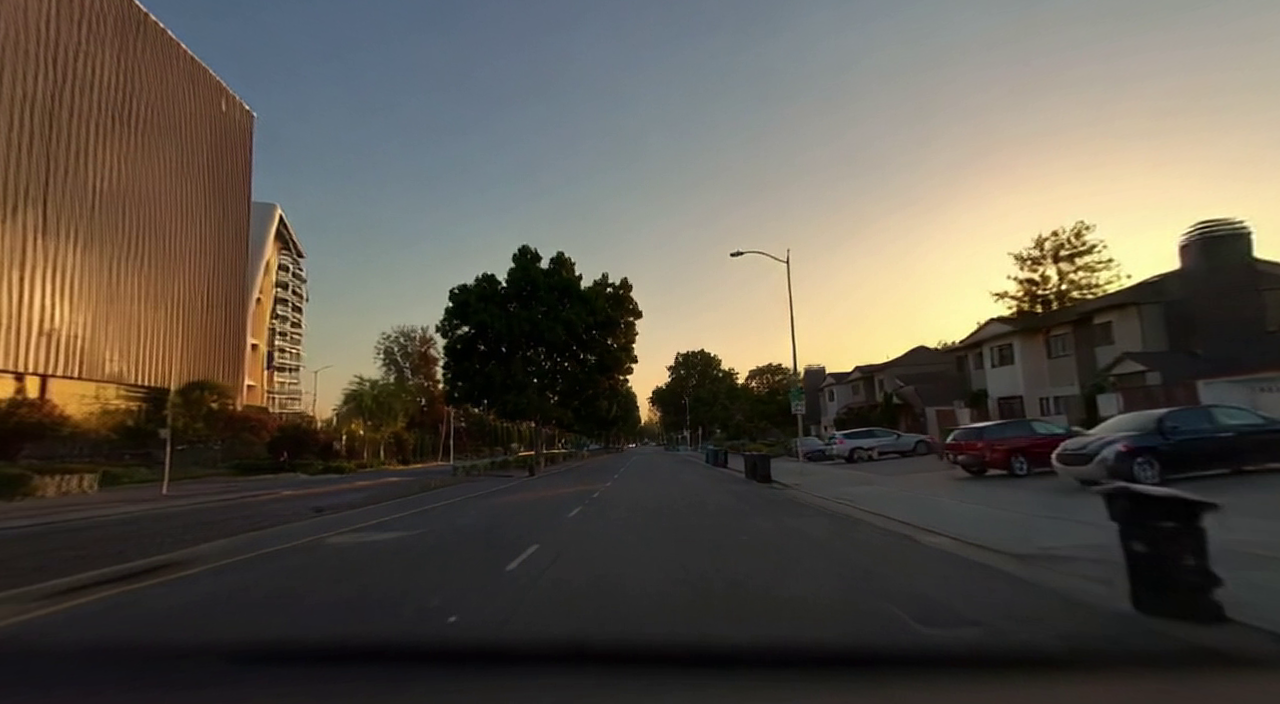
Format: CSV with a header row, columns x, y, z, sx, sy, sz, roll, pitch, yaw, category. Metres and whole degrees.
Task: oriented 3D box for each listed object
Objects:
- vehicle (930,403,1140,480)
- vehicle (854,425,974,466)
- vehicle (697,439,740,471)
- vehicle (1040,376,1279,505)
x,y,z,sx,sy,sz,roll,pitch,yaw,category
11.628,2.684,18.785,4.865,1.674,1.963,-5,-10,-4,vehicle
12.266,4.237,28.430,4.418,1.532,1.889,-3,-11,-2,vehicle
4.836,6.404,39.452,2.078,1.771,5.174,3,-8,1,vehicle
11.960,1.773,13.371,5.330,1.917,2.001,-9,-9,0,vehicle
